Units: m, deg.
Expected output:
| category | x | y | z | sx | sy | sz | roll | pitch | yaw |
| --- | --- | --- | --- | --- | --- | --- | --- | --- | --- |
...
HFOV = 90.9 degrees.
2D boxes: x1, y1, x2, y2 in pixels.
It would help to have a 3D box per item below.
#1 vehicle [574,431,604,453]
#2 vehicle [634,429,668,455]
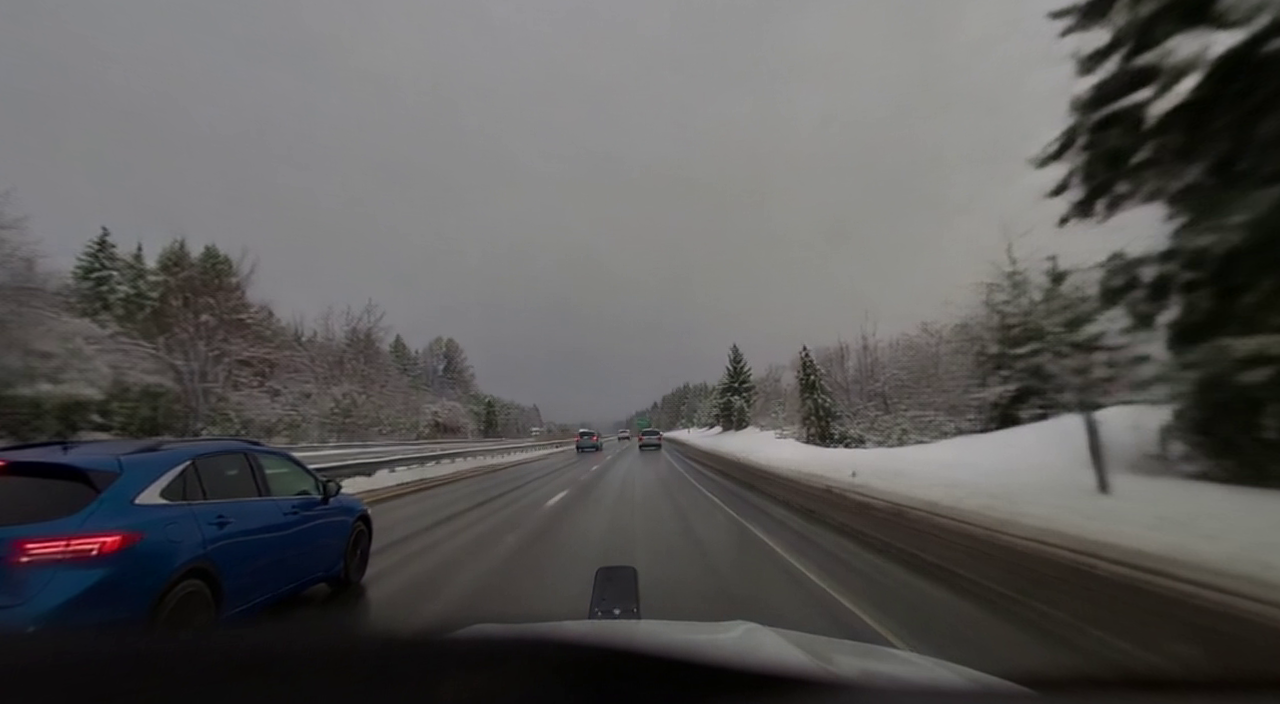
| category | x | y | z | sx | sy | sz | roll | pitch | yaw |
| --- | --- | --- | --- | --- | --- | --- | --- | --- | --- |
| vehicle | -3.770 | 6.759 | 47.374 | 1.950 | 1.518 | 3.941 | 0 | -8 | 0 |
| vehicle | 0.667 | 5.817 | 40.884 | 2.041 | 1.618 | 3.898 | 0 | -8 | 0 |
